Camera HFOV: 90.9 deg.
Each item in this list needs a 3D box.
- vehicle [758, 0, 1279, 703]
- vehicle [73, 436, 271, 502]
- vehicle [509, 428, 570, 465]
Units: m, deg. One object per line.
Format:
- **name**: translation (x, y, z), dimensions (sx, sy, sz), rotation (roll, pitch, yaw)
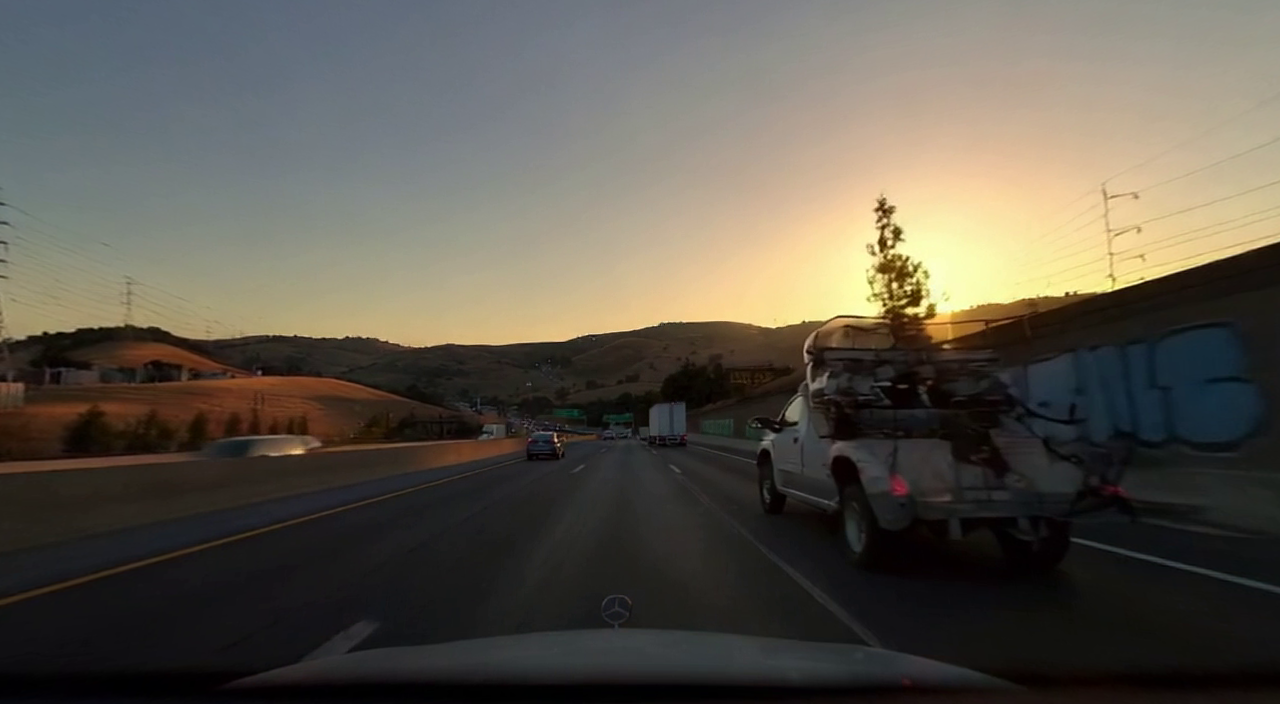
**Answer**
- **vehicle**: translation (3.689, -0.063, 4.973), dimensions (3.060, 3.842, 11.095), rotation (0, -8, -2)
- **vehicle**: translation (-11.812, 2.934, 16.365), dimensions (1.879, 1.472, 4.325), rotation (0, -8, -1)
- **vehicle**: translation (-4.346, 4.162, 27.905), dimensions (1.965, 1.486, 4.448), rotation (0, -8, 0)
